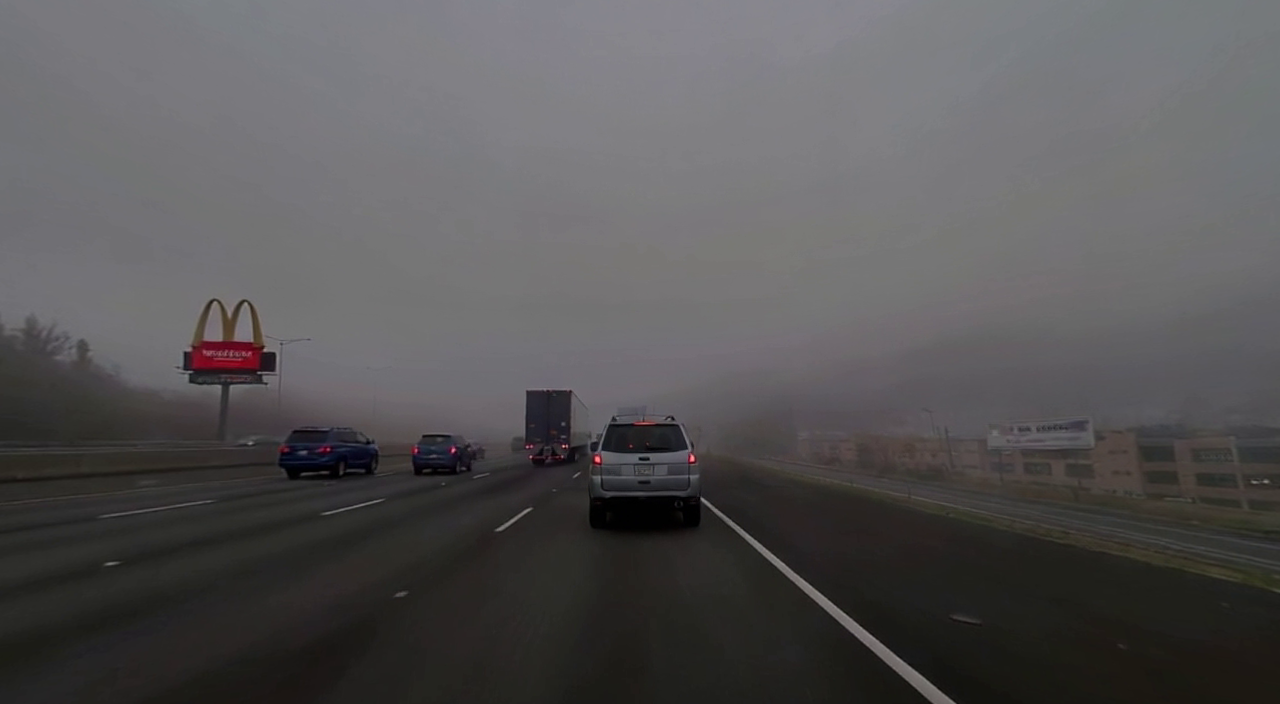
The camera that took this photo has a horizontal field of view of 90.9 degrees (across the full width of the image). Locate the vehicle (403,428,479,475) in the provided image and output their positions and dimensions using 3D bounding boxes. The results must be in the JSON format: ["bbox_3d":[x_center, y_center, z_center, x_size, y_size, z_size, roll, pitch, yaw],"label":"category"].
[{"bbox_3d":[-7.972,4.035,25.679,1.854,1.740,4.151,0,-9,-2],"label":"vehicle"}]

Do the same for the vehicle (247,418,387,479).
[{"bbox_3d":[-11.876,3.627,23.820,2.240,1.995,5.854,0,-9,-1],"label":"vehicle"}]

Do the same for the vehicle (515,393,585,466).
[{"bbox_3d":[-4.723,4.373,34.753,2.814,3.513,8.529,0,-9,-2],"label":"vehicle"}]

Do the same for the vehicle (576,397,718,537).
[{"bbox_3d":[0.040,1.885,10.768,1.947,1.910,4.040,0,-9,-2],"label":"vehicle"}]
